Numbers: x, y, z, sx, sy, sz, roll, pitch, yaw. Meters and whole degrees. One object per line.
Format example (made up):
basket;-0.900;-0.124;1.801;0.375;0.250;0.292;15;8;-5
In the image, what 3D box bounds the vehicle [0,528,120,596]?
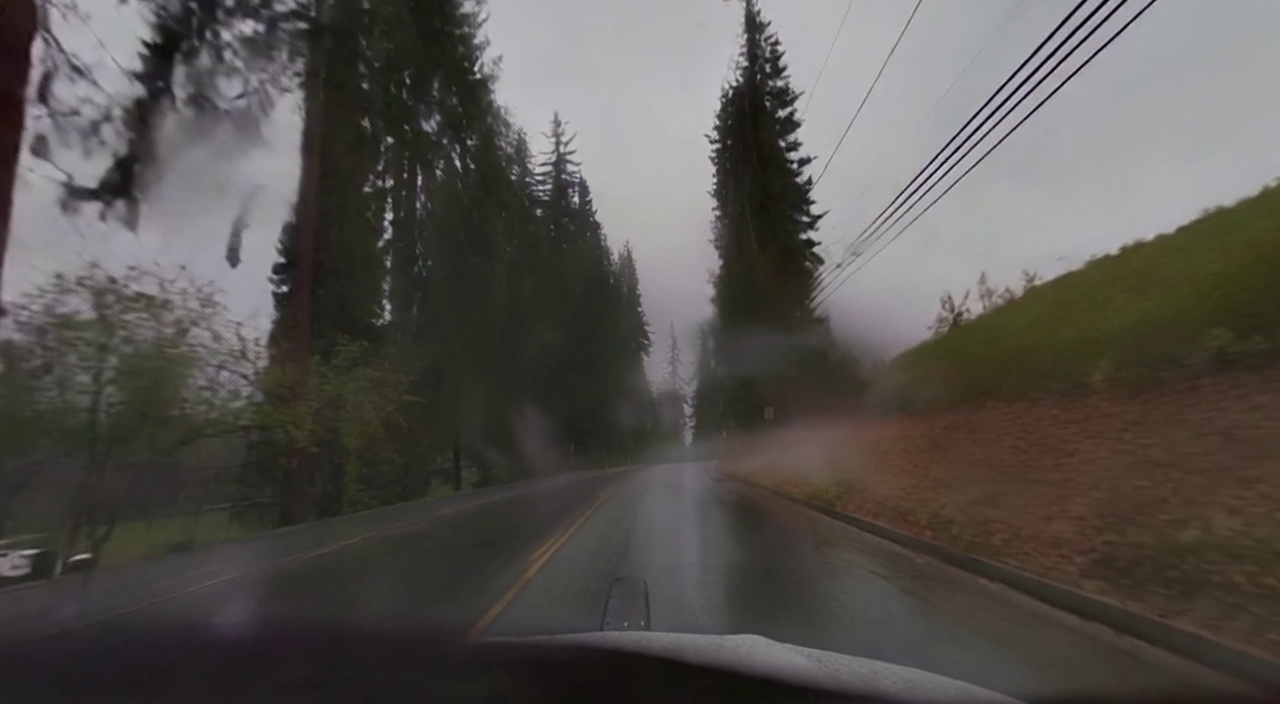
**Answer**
vehicle;-18.859;6.349;19.250;4.135;1.569;1.987;1;-8;1
